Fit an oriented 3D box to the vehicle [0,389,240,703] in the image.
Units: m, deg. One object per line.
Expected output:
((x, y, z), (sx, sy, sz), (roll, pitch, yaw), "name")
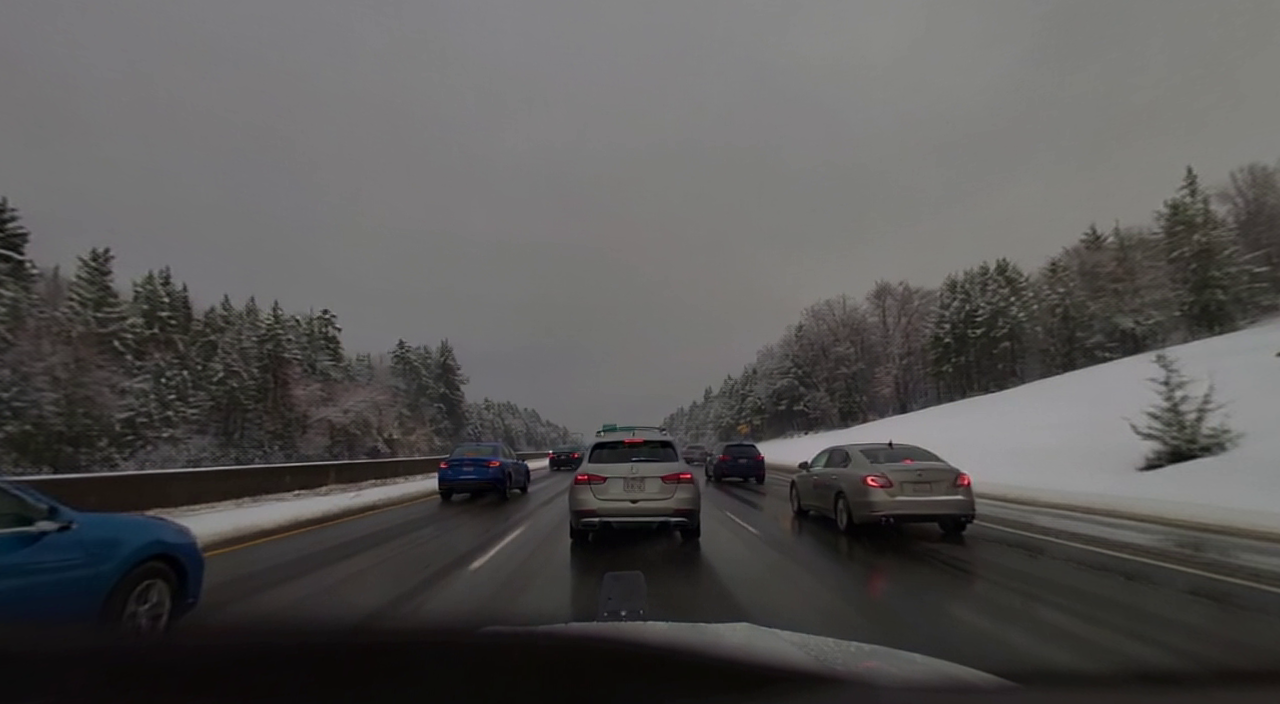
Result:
((-4.490, 1.003, 3.103), (2.173, 1.660, 4.373), (0, -9, -1), "vehicle")

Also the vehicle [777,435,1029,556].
((3.668, 2.085, 9.910), (1.953, 1.434, 4.511), (0, -9, -1), "vehicle")

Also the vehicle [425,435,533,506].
((-4.252, 3.193, 17.300), (1.890, 1.708, 3.844), (0, -9, 1), "vehicle")

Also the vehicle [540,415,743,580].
((-0.034, 1.807, 8.519), (2.093, 1.695, 3.782), (0, -9, -2), "vehicle")
